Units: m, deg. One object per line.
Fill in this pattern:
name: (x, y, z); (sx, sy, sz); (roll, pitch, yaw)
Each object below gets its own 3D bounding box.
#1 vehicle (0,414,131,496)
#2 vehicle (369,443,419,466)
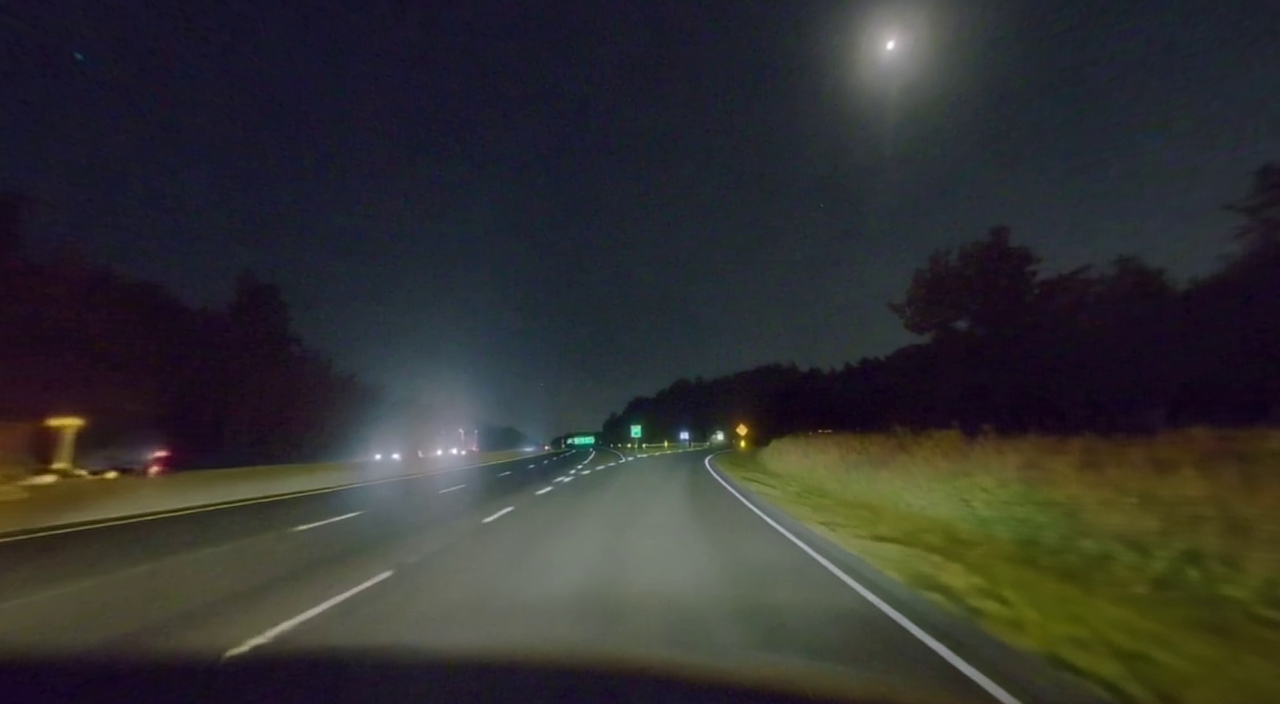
vehicle: (-21.468, 3.544, 21.652); (2.313, 2.568, 6.573); (0, -9, -1)
vehicle: (-18.051, 7.529, 46.240); (1.926, 1.617, 4.566); (0, -9, -1)
